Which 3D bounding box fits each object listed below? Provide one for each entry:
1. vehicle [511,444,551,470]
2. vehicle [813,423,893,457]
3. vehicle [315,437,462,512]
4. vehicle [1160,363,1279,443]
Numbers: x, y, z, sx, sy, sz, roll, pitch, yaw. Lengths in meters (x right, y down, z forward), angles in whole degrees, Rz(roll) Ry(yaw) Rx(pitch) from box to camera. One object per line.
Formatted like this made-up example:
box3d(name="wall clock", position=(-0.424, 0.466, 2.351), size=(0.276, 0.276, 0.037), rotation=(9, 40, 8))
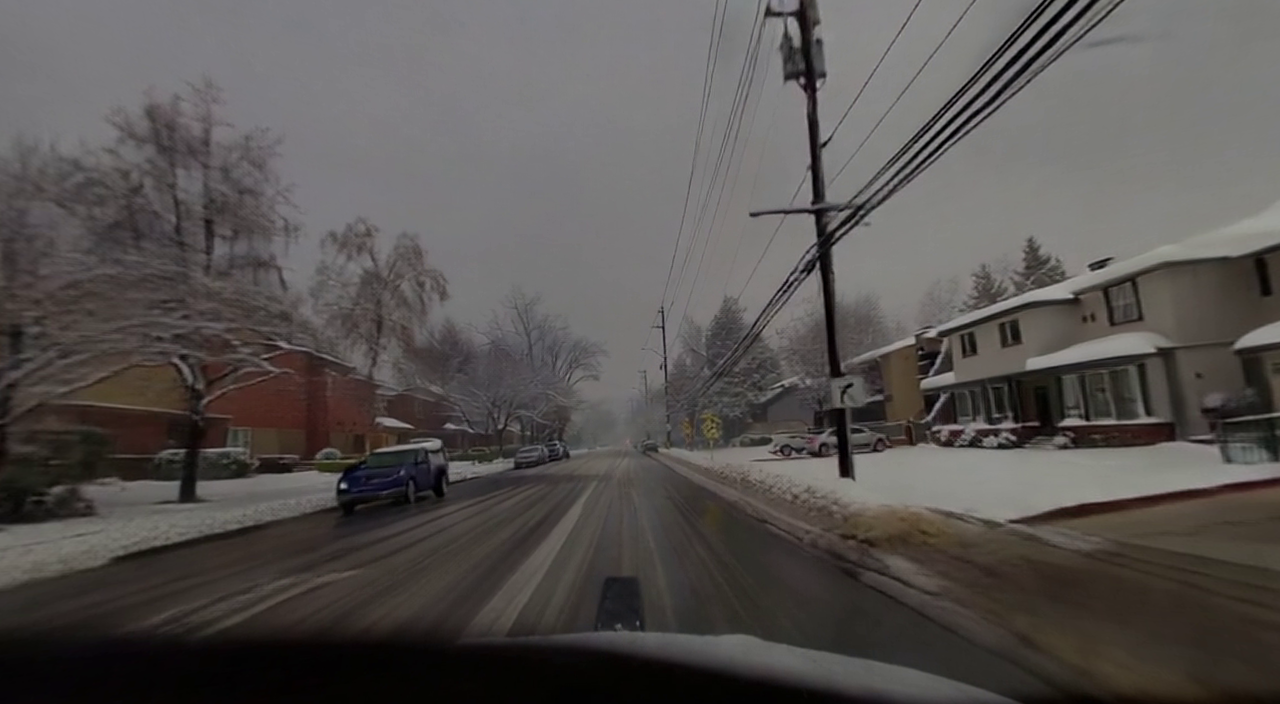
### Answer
box3d(name="vehicle", position=(-7.453, 7.214, 43.539), size=(2.041, 1.587, 3.920), rotation=(-2, -8, 0))
box3d(name="vehicle", position=(13.031, 5.411, 38.700), size=(4.145, 1.767, 1.880), rotation=(-8, -9, 29))
box3d(name="vehicle", position=(-6.924, 3.391, 18.167), size=(2.162, 1.757, 5.201), rotation=(-2, -8, -1))
box3d(name="vehicle", position=(30.470, 2.512, 30.179), size=(2.916, 3.552, 9.445), rotation=(0, -8, -2))
